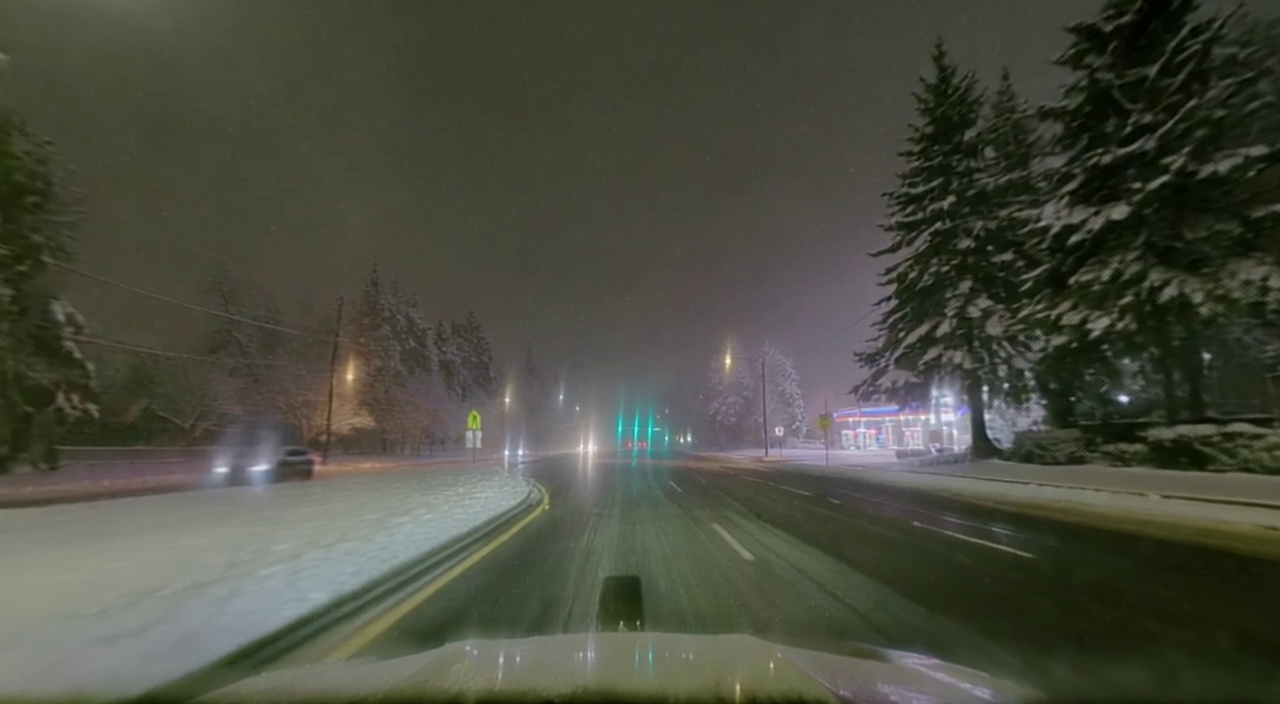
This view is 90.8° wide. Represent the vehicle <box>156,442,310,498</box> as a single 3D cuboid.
[{"bbox_3d":[-12.129,3.498,19.244,1.819,1.466,4.283,0,-8,0],"label":"vehicle"}]
